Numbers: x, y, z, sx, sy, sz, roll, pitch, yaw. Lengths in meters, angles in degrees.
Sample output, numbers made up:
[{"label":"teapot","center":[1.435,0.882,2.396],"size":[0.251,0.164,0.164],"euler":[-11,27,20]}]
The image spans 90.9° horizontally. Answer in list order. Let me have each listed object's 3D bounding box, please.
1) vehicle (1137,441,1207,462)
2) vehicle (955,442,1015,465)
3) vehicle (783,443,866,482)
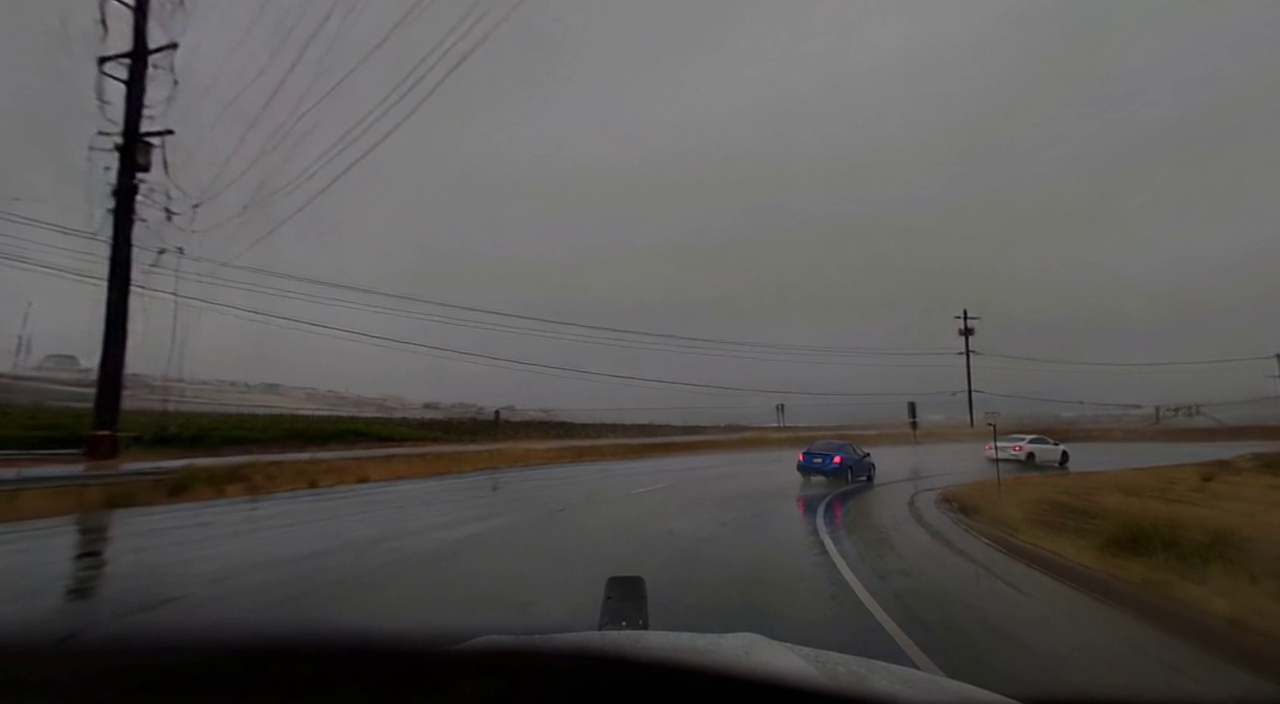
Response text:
[{"label":"vehicle","center":[41.362,7.700,49.022],"size":[4.102,1.552,1.931],"euler":[2,-9,-13]},{"label":"vehicle","center":[23.033,6.751,42.050],"size":[4.307,1.465,1.836],"euler":[6,-11,-37]},{"label":"vehicle","center":[7.572,4.408,25.598],"size":[2.026,1.407,4.374],"euler":[-6,-10,32]}]
